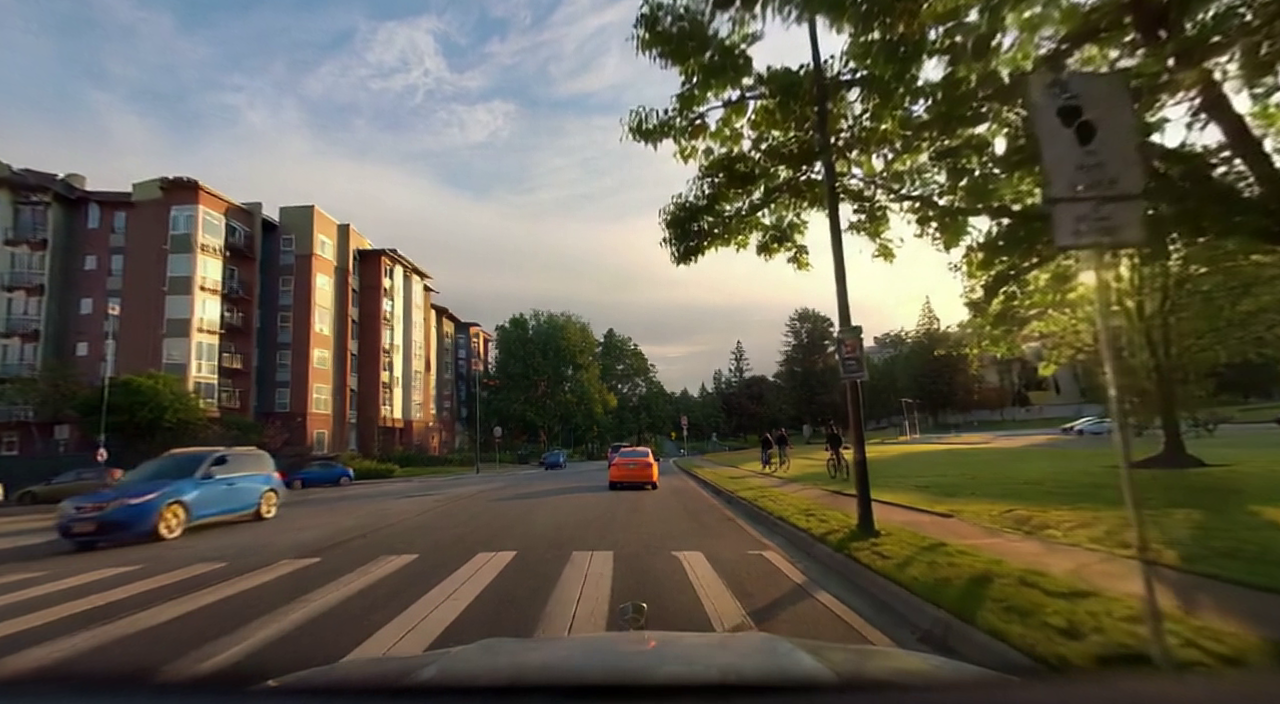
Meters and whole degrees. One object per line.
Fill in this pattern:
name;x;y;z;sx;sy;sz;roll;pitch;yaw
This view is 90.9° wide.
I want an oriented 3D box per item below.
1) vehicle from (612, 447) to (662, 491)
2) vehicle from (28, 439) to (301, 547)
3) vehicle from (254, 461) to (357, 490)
vehicle;-0.109;3.937;21.158;1.559;1.351;2.452;-1;-11;-1
vehicle;-9.149;2.690;12.757;2.126;1.780;4.279;0;-8;0
vehicle;-18.881;6.950;35.729;2.116;1.409;4.607;-8;-12;43
